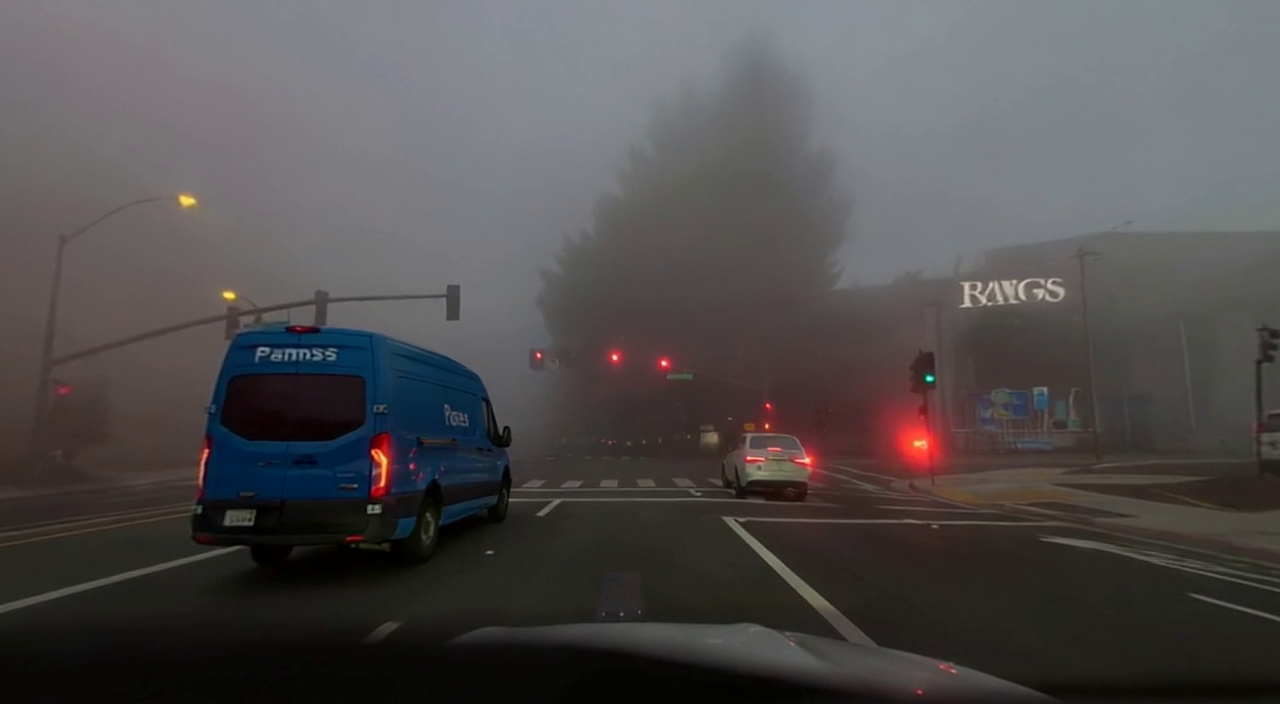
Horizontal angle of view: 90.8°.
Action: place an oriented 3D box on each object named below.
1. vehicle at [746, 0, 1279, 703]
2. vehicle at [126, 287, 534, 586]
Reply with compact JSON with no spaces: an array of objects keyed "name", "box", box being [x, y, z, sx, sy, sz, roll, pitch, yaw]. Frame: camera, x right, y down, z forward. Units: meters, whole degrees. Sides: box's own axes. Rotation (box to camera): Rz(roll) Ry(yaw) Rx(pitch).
[{"name":"vehicle","box":[3.183,0.231,5.081,2.861,3.525,9.858,0,-9,0]},{"name":"vehicle","box":[-3.413,1.243,9.172,2.443,2.784,6.493,0,-9,1]}]
